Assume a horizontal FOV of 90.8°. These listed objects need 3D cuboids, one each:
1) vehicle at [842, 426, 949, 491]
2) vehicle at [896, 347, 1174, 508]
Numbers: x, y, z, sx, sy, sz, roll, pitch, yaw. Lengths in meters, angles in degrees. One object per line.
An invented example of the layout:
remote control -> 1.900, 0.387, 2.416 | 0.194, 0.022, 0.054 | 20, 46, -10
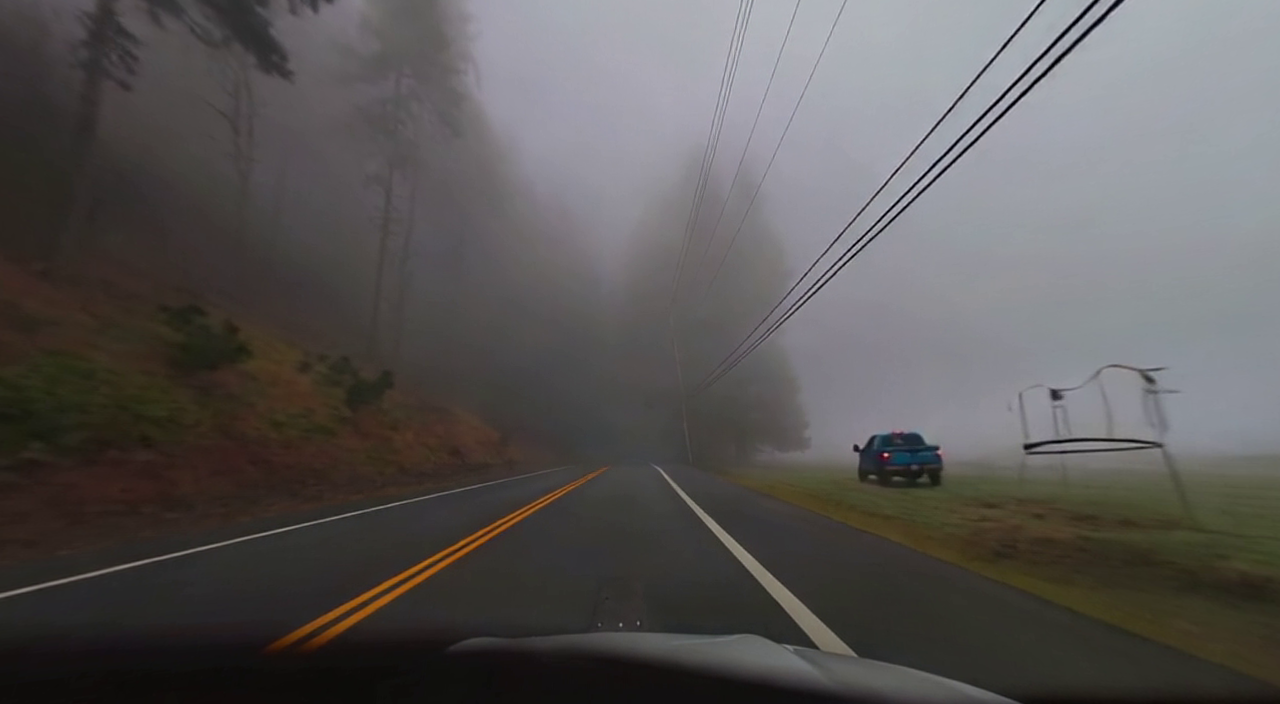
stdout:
vehicle -> 12.158, 5.088, 30.785 | 2.986, 2.613, 6.442 | -5, -8, 6
vehicle -> 14.748, 3.479, 26.921 | 3.172, 4.493, 18.371 | -2, -9, 10
